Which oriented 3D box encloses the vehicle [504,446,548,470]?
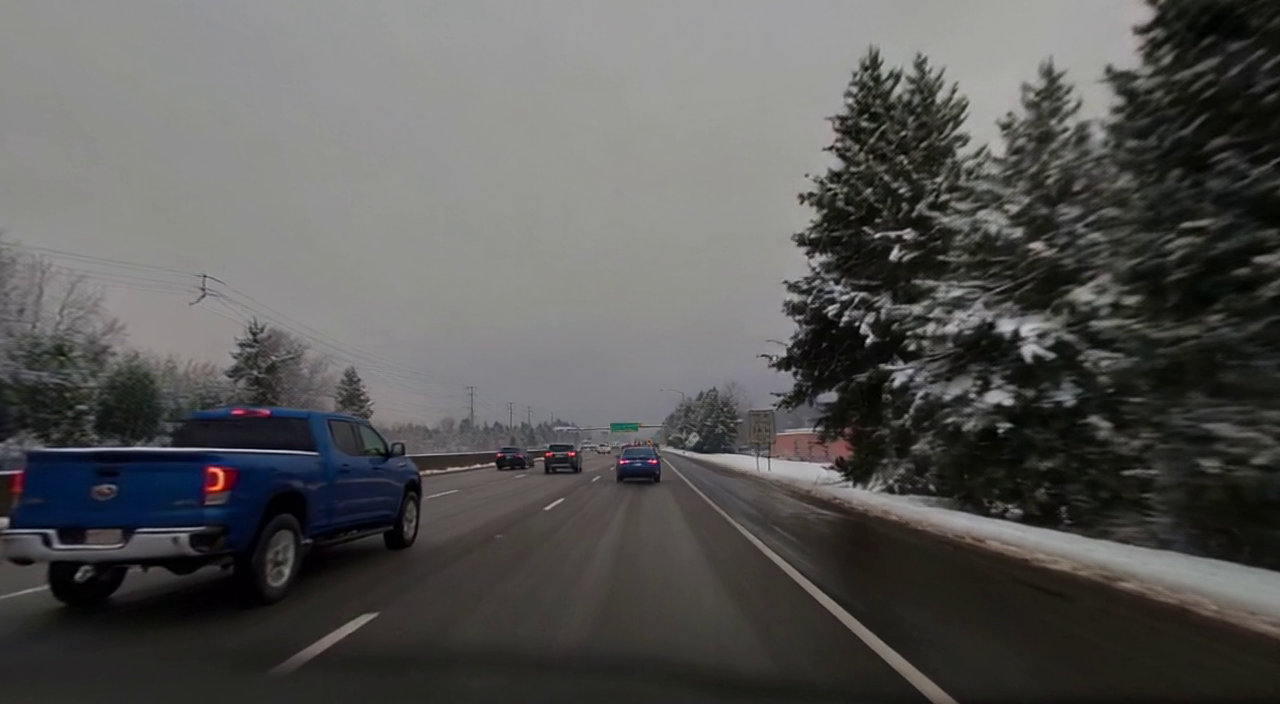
[{"bbox_3d":[-7.312,6.825,40.951,1.902,1.467,4.574,-1,-8,2],"label":"vehicle"}]

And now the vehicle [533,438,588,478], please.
[{"bbox_3d":[-3.721,5.051,30.302,1.993,1.717,4.321,0,-9,1],"label":"vehicle"}]

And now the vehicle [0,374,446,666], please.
[{"bbox_3d":[-3.729,1.369,6.222,2.133,1.789,4.518,0,-8,1],"label":"vehicle"}]

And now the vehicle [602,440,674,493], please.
[{"bbox_3d":[-0.069,3.567,19.962,2.047,1.473,3.978,0,-8,0],"label":"vehicle"}]
